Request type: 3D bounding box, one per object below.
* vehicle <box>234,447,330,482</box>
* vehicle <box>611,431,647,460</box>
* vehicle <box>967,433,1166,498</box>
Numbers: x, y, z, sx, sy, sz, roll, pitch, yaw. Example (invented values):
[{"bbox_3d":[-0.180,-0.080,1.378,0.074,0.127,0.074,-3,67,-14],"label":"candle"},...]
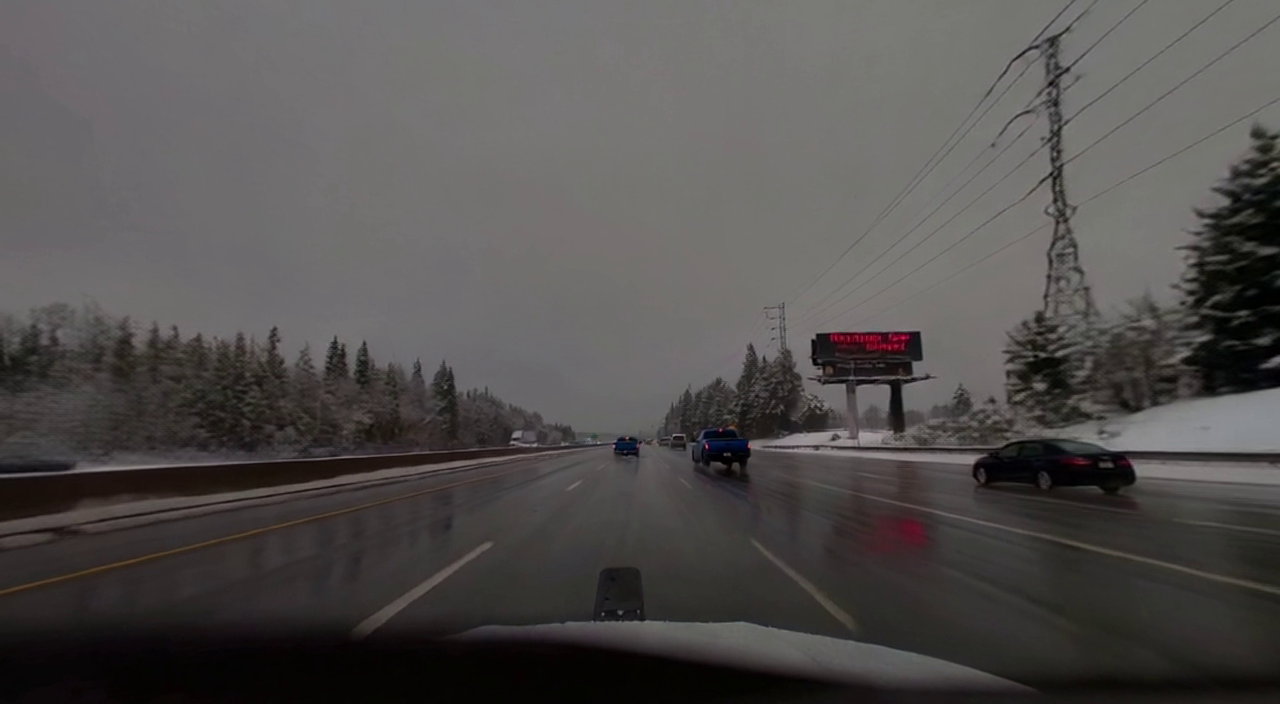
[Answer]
[{"bbox_3d":[-17.357,5.458,30.853,1.940,1.486,4.710,0,-8,0],"label":"vehicle"},{"bbox_3d":[-0.735,6.973,46.970,2.508,2.023,6.176,0,-8,0],"label":"vehicle"},{"bbox_3d":[11.053,2.958,16.863,2.076,1.470,4.644,0,-8,0],"label":"vehicle"}]
